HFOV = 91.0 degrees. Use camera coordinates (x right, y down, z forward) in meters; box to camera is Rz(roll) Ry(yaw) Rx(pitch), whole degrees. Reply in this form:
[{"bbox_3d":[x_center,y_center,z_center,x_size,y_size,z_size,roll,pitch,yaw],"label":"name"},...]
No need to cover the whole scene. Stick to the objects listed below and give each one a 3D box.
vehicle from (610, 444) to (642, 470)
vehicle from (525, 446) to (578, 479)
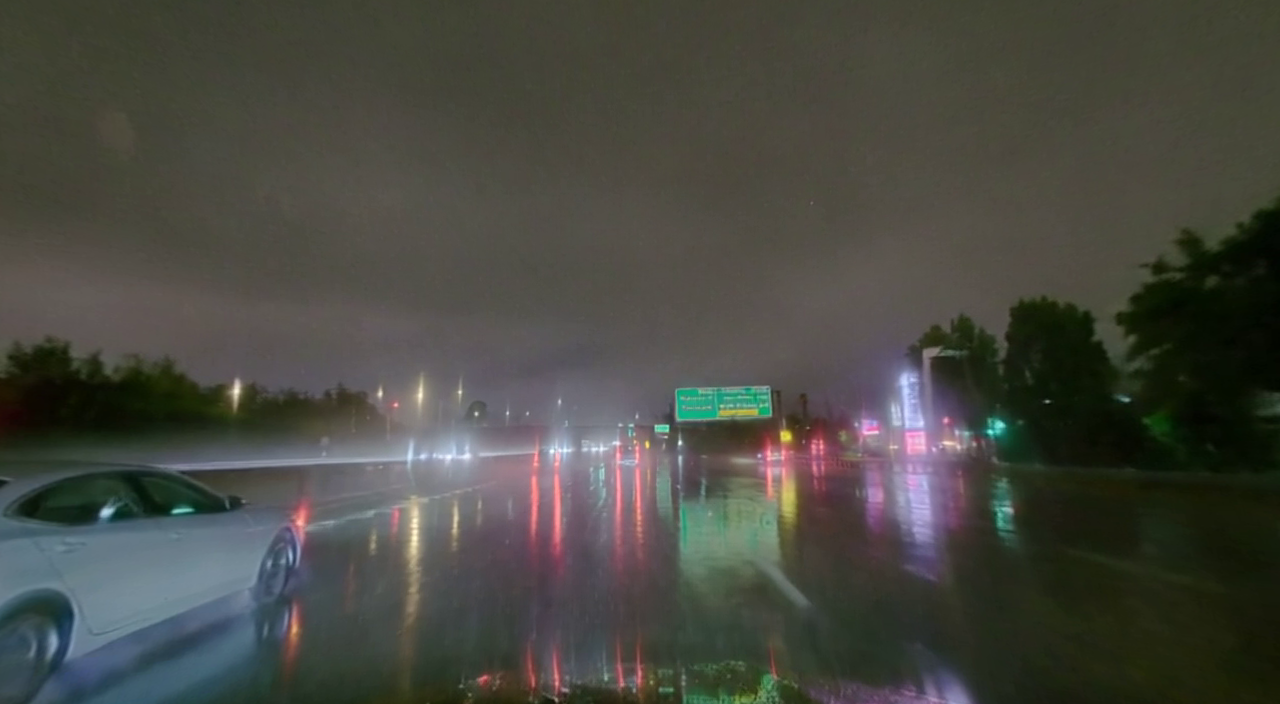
[{"bbox_3d":[-0.898,7.300,43.985,2.102,1.692,4.057,0,-9,1],"label":"vehicle"},{"bbox_3d":[-4.480,5.647,32.495,2.071,1.553,4.388,0,-9,1],"label":"vehicle"}]
